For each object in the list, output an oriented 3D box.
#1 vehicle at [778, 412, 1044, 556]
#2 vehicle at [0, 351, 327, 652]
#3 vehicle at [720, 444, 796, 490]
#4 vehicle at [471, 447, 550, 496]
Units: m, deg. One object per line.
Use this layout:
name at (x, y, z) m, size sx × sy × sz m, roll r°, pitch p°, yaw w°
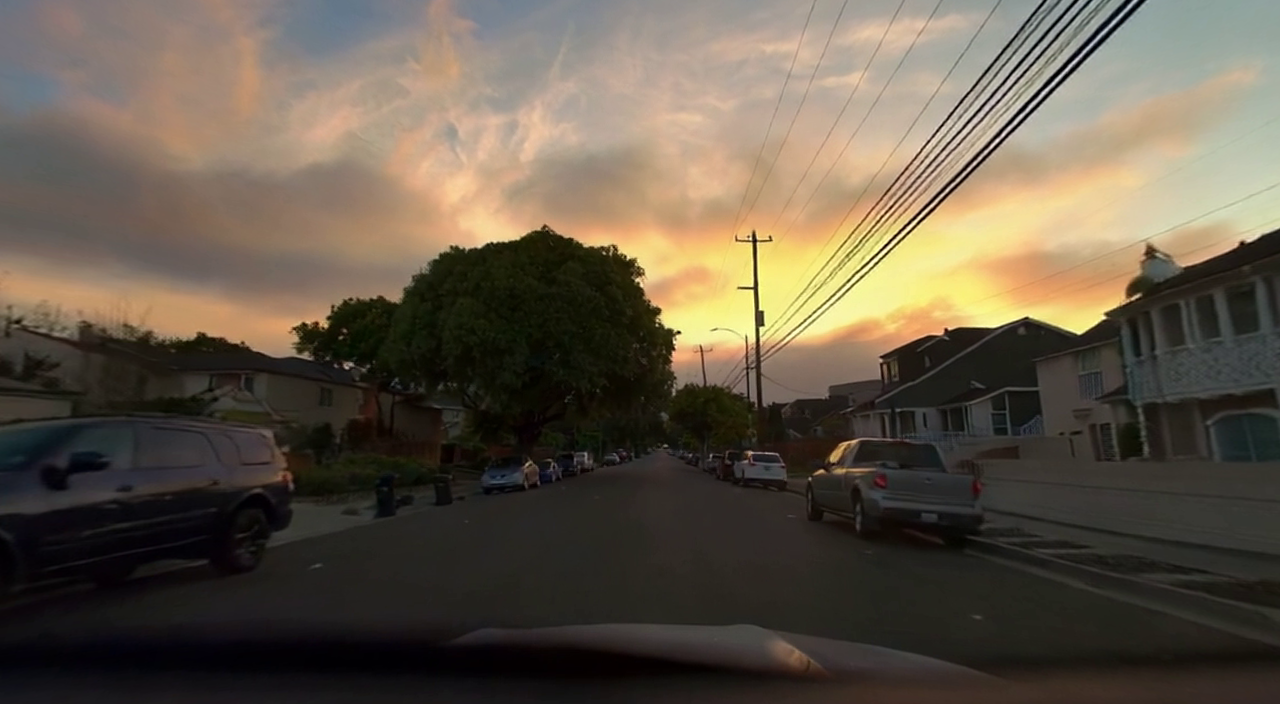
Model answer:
vehicle at (4.597, 2.361, 12.162) m, size 2.547 × 2.075 × 5.693 m, roll 0°, pitch -9°, yaw 0°
vehicle at (-5.325, 1.329, 5.850) m, size 2.194 × 1.995 × 4.814 m, roll -3°, pitch -10°, yaw 3°
vehicle at (5.353, 5.306, 29.635) m, size 2.462 × 1.894 × 6.076 m, roll 0°, pitch -9°, yaw 0°
vehicle at (-4.831, 4.492, 24.232) m, size 1.971 × 1.648 × 4.638 m, roll 0°, pitch -9°, yaw 1°
